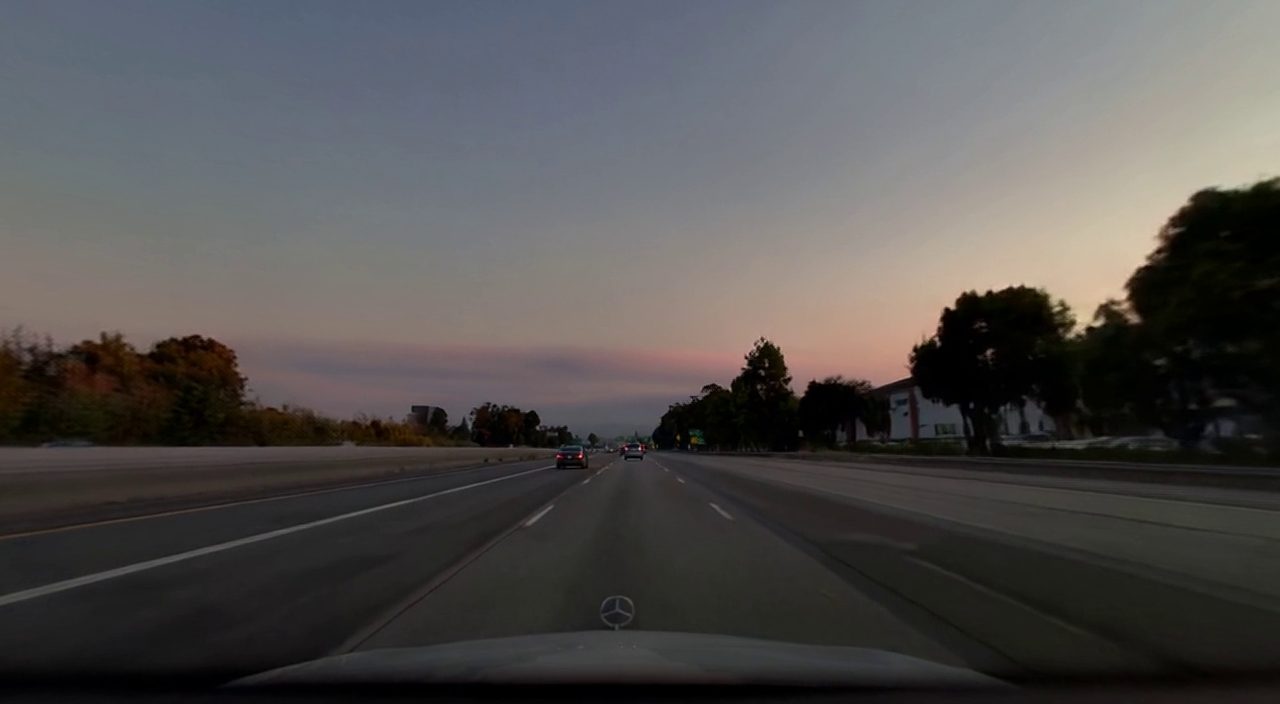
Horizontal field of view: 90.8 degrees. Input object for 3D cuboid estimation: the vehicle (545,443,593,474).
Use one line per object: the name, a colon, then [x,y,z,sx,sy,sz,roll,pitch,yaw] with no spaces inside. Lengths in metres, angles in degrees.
vehicle: [-3.892,5.938,35.588,2.140,1.574,4.946,0,-8,0]
